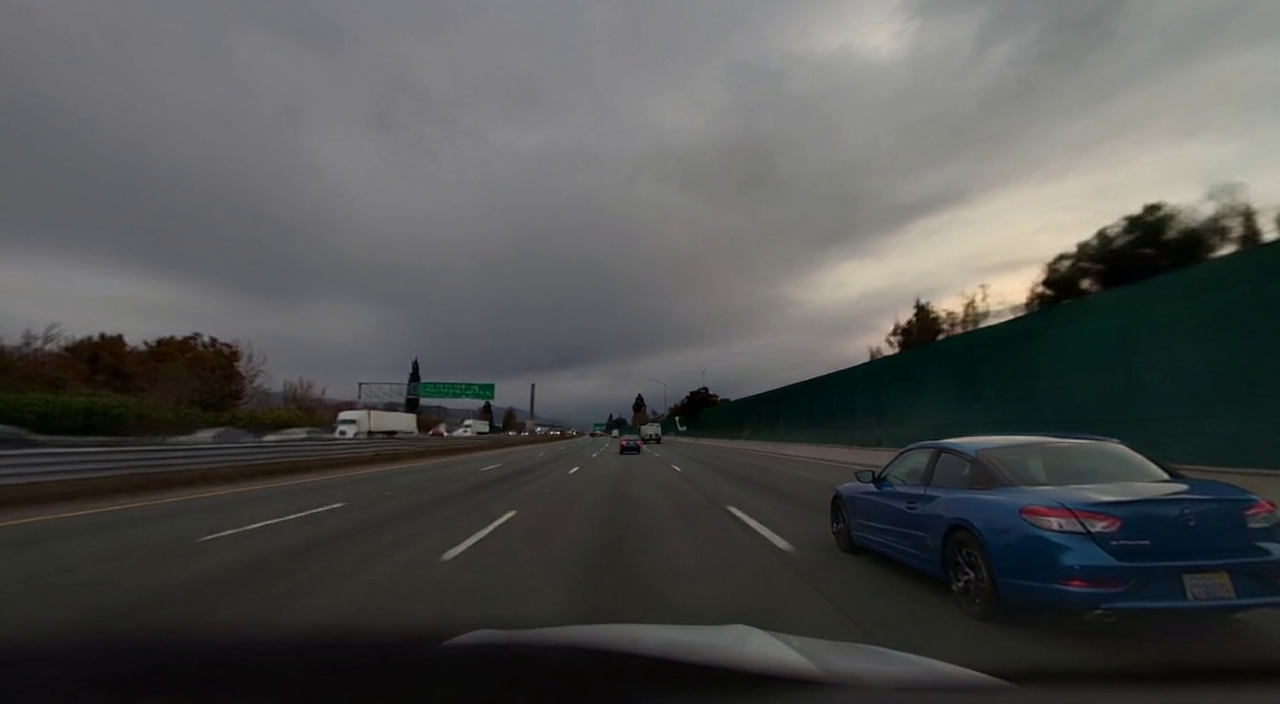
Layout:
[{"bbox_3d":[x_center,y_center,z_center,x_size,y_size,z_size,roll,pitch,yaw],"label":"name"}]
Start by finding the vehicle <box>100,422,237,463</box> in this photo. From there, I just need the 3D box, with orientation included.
[{"bbox_3d":[-18.807,3.640,25.416,1.964,1.502,4.665,0,-8,0],"label":"vehicle"}]

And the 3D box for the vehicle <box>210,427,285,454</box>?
[{"bbox_3d":[-22.392,5.066,36.073,1.802,1.481,3.958,0,-8,-1],"label":"vehicle"}]
